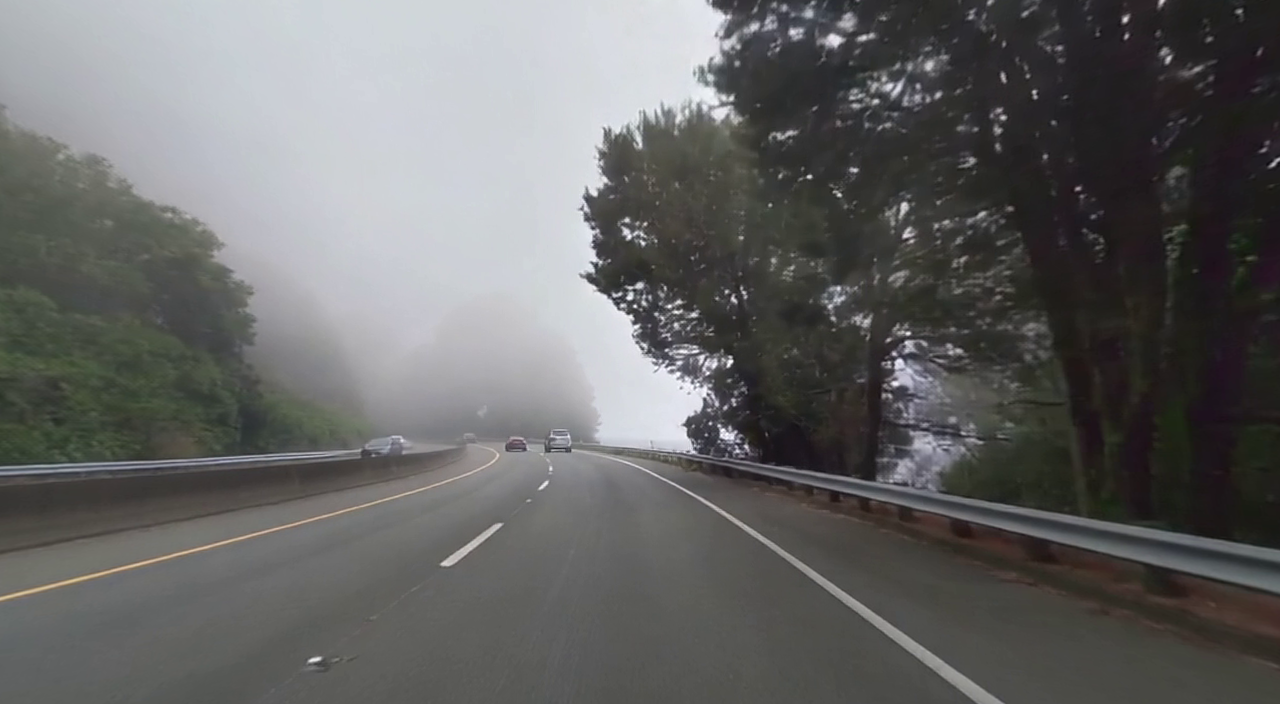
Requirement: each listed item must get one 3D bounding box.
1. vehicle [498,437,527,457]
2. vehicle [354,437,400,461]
[{"bbox_3d":[-10.012,7.466,49.421,2.065,1.466,4.281,2,-9,-13],"label":"vehicle"},{"bbox_3d":[-19.976,7.384,48.098,2.331,1.704,4.213,2,-9,-11],"label":"vehicle"}]
